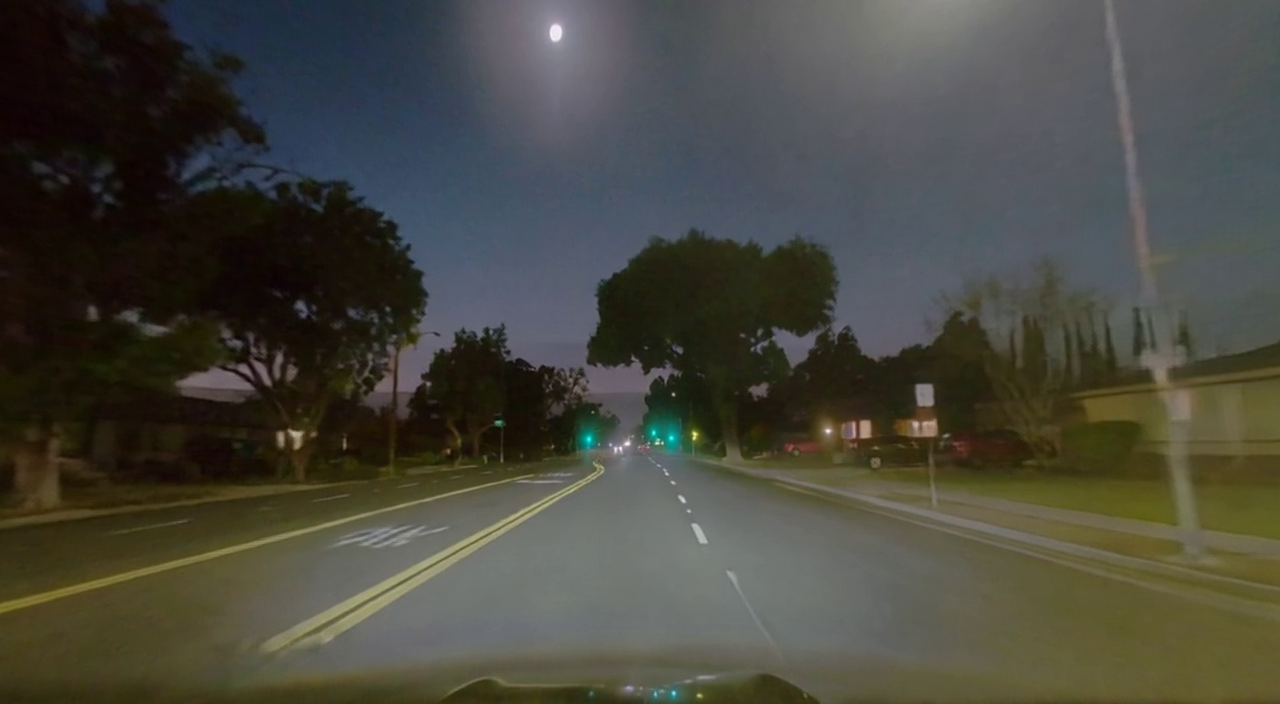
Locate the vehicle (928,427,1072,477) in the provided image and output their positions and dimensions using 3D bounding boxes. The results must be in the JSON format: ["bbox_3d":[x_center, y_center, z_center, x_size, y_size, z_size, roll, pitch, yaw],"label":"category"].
[{"bbox_3d":[14.746,4.118,26.153,4.652,1.871,2.097,0,-8,7],"label":"vehicle"}]

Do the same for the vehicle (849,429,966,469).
[{"bbox_3d":[13.250,4.837,31.573,4.912,1.895,2.047,-1,-8,7],"label":"vehicle"}]
